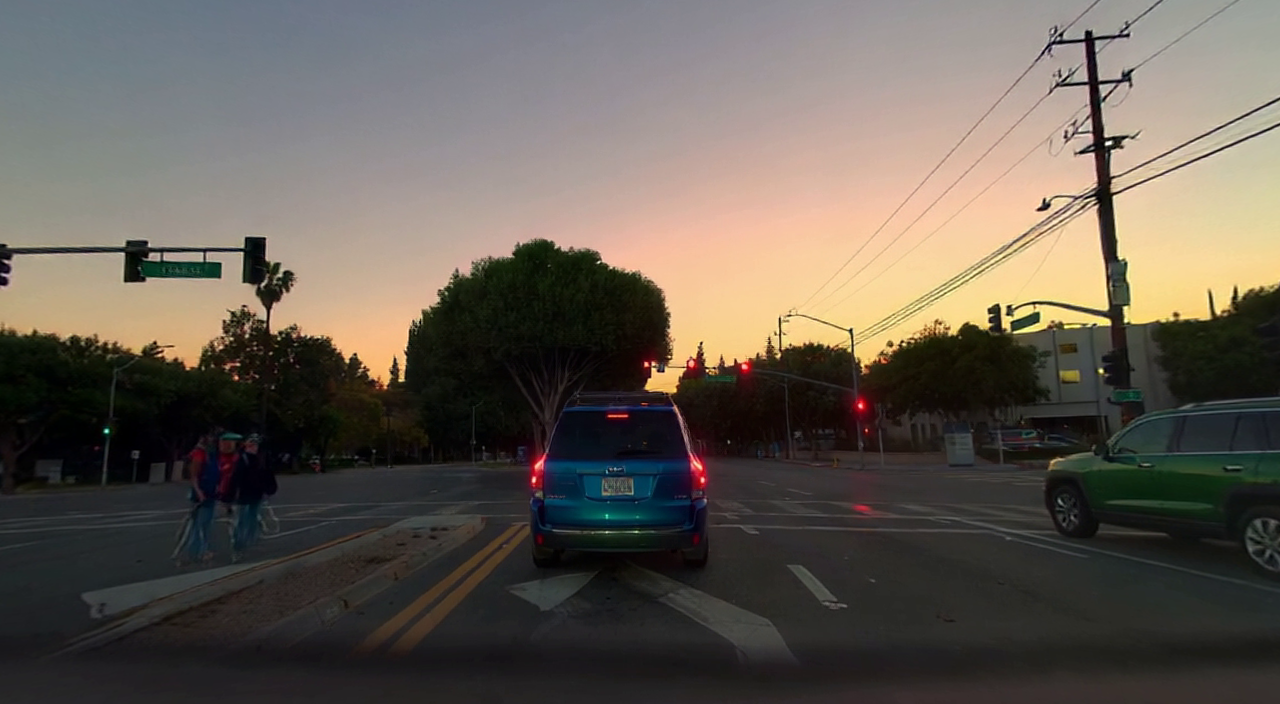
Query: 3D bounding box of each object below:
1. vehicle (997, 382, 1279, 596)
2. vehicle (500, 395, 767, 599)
[{"bbox_3d":[6.574,1.445,7.237,2.119,1.827,4.806,0,-9,0],"label":"vehicle"},{"bbox_3d":[-0.093,1.561,7.636,2.285,1.729,4.252,0,-9,-1],"label":"vehicle"}]
